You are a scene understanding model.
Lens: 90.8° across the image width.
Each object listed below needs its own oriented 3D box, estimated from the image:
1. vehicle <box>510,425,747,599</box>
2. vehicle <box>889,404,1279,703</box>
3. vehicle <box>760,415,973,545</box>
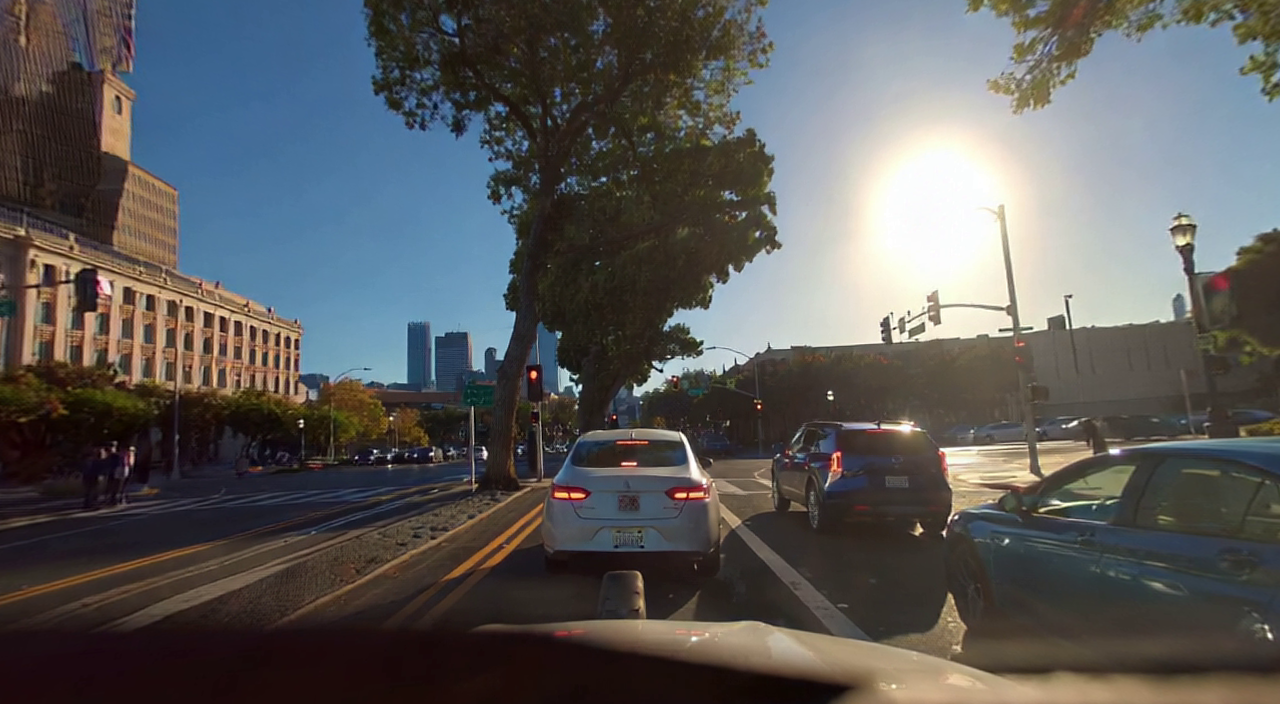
[{"bbox_3d":[-0.107,1.700,7.544,2.096,1.521,3.747,0,-8,0],"label":"vehicle"},{"bbox_3d":[3.381,1.171,3.996,1.833,1.465,4.258,0,-8,-1],"label":"vehicle"},{"bbox_3d":[3.517,2.085,10.953,1.978,1.738,4.599,0,-8,0],"label":"vehicle"}]
